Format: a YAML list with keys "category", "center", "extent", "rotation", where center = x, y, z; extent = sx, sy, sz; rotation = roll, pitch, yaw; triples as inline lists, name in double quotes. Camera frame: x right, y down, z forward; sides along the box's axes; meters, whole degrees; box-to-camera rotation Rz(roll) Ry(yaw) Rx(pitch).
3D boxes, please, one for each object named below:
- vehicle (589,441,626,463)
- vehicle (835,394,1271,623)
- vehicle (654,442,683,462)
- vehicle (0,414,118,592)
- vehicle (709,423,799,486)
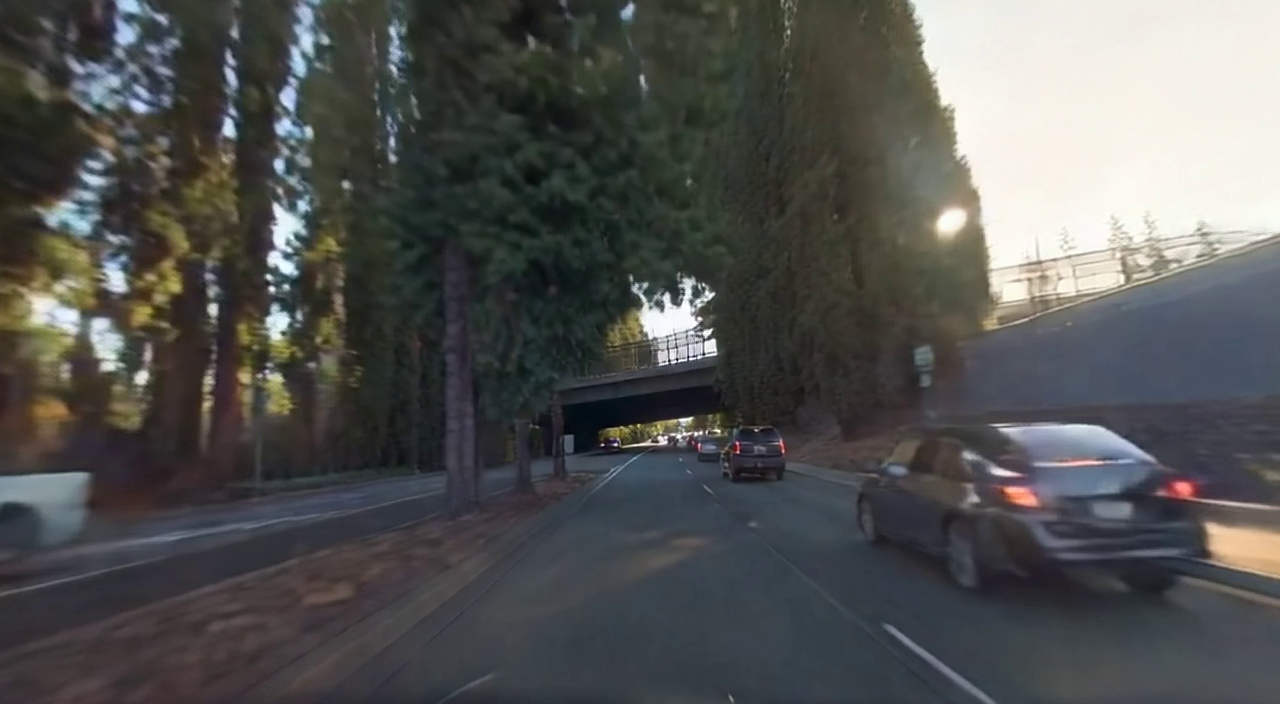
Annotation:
- category: "vehicle"
  center: [-2.297, 7.267, 46.070]
  extent: [2.009, 1.527, 4.119]
  rotation: [-1, -8, 7]
- category: "vehicle"
  center: [3.782, 1.494, 6.949]
  extent: [1.938, 1.710, 4.249]
  rotation: [0, -8, 1]
- category: "vehicle"
  center: [2.259, 7.811, 49.321]
  extent: [2.078, 1.506, 4.058]
  rotation: [-1, -8, 5]
- category: "vehicle"
  center: [-7.951, 1.458, 5.693]
  extent: [2.089, 1.860, 4.704]
  rotation: [-1, -8, 7]
- category: "vehicle"
  center: [3.866, 3.585, 22.318]
  extent: [2.273, 1.944, 4.866]
  rotation: [0, -8, 0]
